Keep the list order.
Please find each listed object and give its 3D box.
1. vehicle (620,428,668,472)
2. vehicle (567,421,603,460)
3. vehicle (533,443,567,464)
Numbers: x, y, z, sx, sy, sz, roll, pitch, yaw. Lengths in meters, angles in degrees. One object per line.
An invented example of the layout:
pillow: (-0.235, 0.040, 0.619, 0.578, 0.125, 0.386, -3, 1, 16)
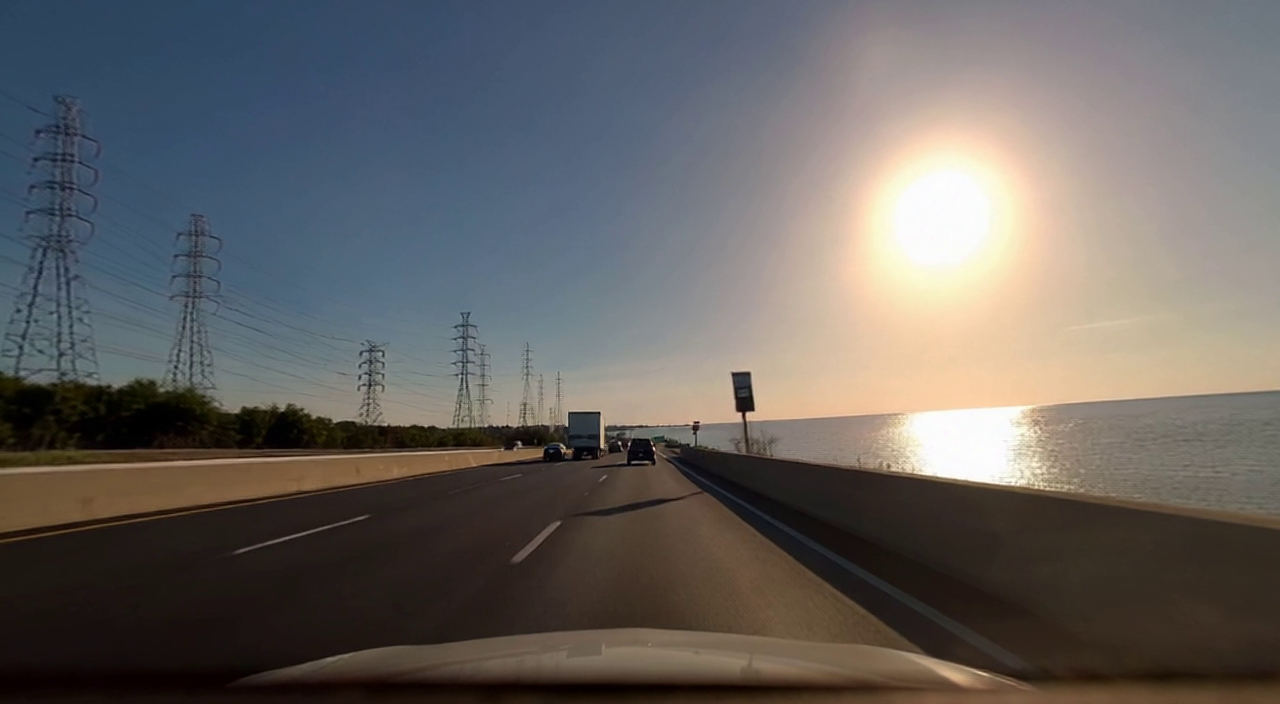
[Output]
vehicle: (0.235, 5.153, 33.451, 2.358, 2.144, 4.713, 0, -8, 1)
vehicle: (-3.635, 5.925, 42.244, 2.178, 2.522, 2.054, 0, -8, 1)
vehicle: (-6.936, 7.834, 49.057, 2.004, 1.545, 4.513, 0, -8, 0)
